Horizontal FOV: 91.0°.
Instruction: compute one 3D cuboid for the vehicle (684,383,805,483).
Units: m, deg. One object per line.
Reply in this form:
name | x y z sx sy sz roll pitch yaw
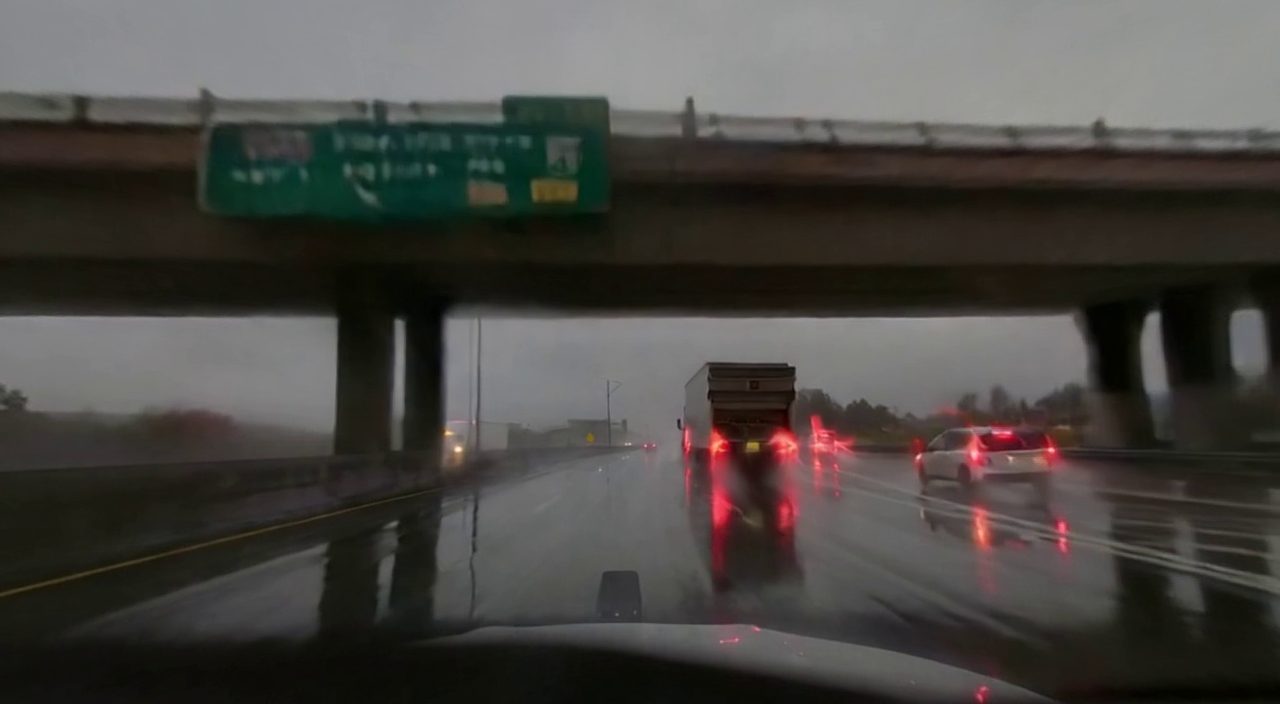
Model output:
vehicle | 4.128 3.683 28.329 3.306 3.531 11.717 0 -8 -1
